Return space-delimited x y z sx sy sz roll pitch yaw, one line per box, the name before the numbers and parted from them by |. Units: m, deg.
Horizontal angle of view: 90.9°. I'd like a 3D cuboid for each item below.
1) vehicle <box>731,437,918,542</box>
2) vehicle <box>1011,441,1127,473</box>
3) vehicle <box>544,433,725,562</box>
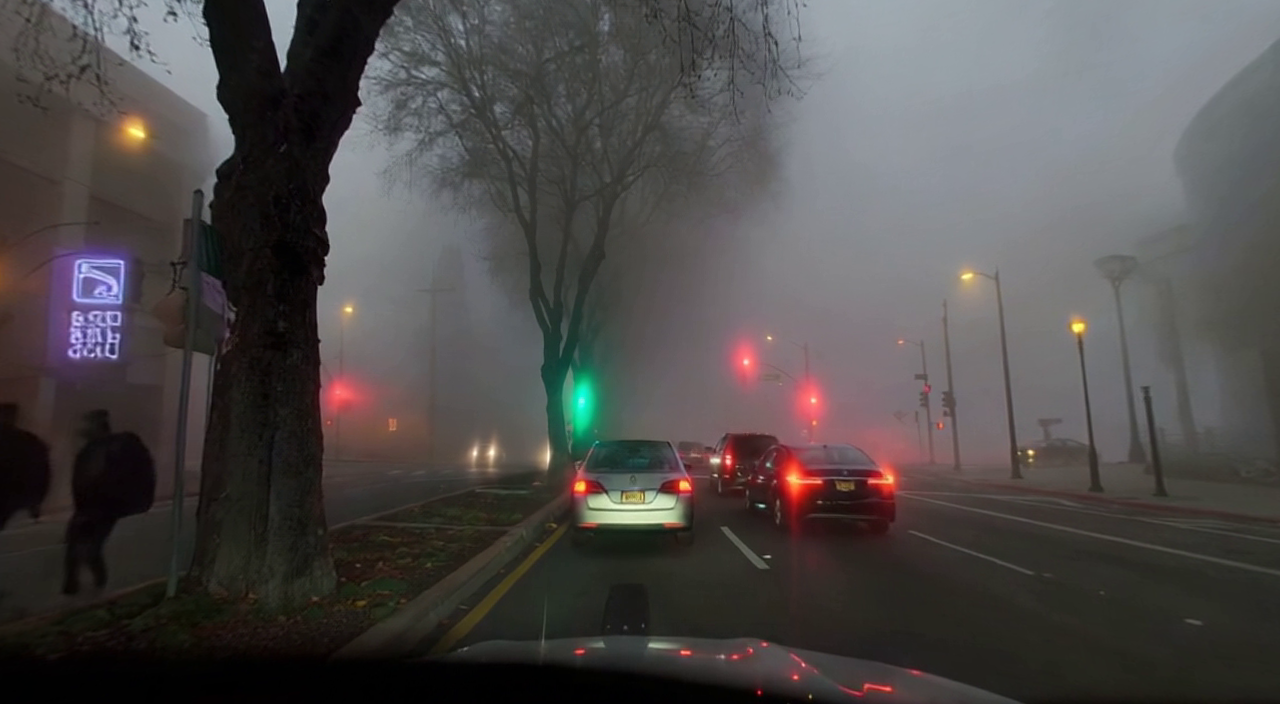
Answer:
vehicle | 2.904 2.248 11.031 1.893 1.446 4.270 0 -8 -1
vehicle | 22.596 5.541 33.340 4.610 1.622 1.934 -1 -8 4
vehicle | -0.104 1.982 9.389 2.087 1.456 4.143 0 -8 -1
